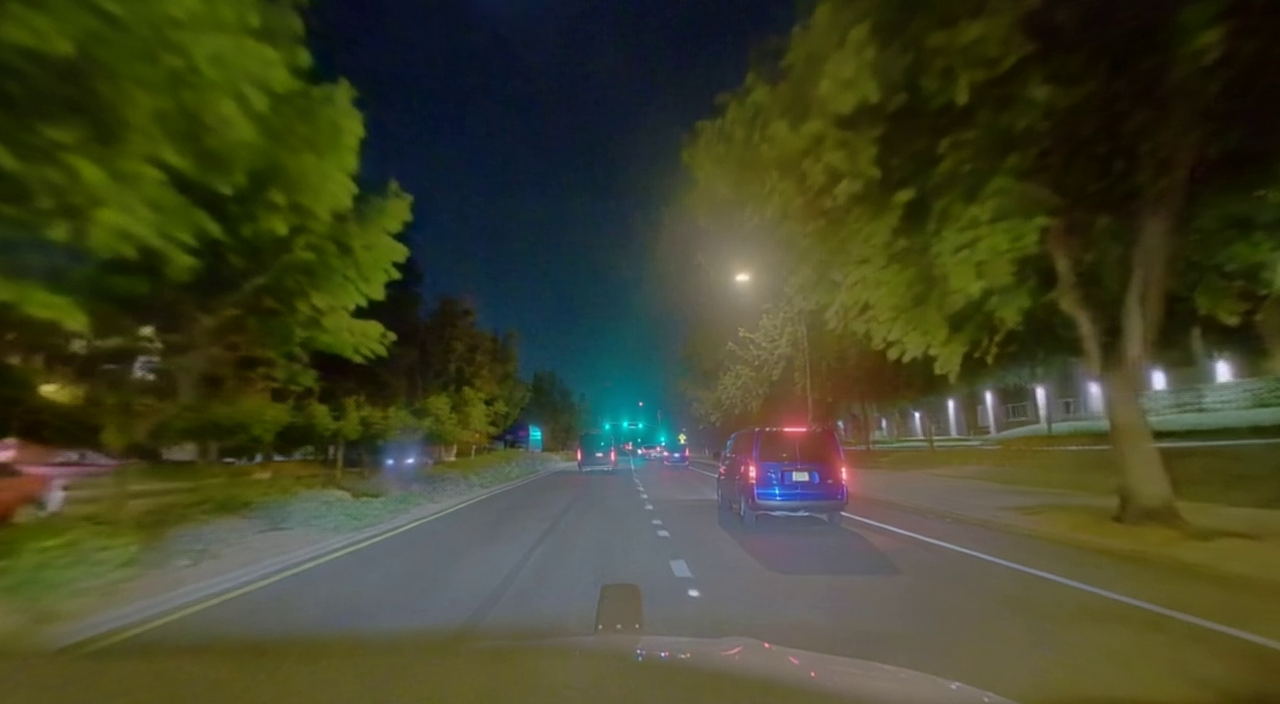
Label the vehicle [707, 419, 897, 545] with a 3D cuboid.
[{"bbox_3d":[2.419,2.073,10.691,1.965,1.671,4.146,0,-9,-2],"label":"vehicle"}]

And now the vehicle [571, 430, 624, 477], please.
[{"bbox_3d":[-1.942,4.814,30.039,2.228,2.054,4.309,0,-9,0],"label":"vehicle"}]

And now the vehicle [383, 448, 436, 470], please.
[{"bbox_3d":[-16.695,7.746,46.001,2.139,1.493,4.521,0,-9,0],"label":"vehicle"}]

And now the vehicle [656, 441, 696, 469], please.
[{"bbox_3d":[2.283,6.683,41.289,2.248,1.692,4.252,0,-9,-2],"label":"vehicle"}]
